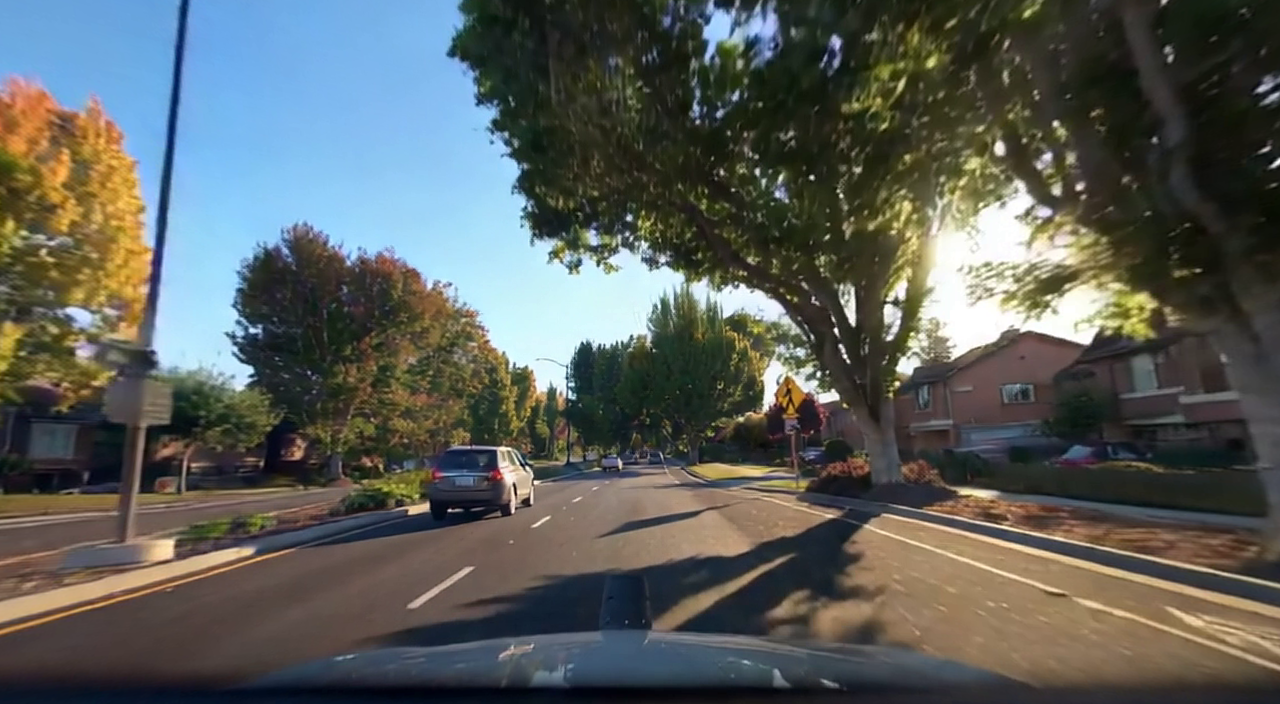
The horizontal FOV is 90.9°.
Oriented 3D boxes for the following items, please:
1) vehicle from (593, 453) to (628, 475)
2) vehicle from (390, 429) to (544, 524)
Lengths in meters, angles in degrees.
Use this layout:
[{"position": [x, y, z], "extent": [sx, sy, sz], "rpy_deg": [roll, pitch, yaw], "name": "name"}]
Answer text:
[{"position": [-2.090, 8.169, 46.202], "extent": [2.119, 1.494, 4.624], "rpy_deg": [0, -9, 3], "name": "vehicle"}, {"position": [-3.588, 2.674, 14.034], "extent": [2.073, 1.770, 4.302], "rpy_deg": [0, -9, 2], "name": "vehicle"}]
